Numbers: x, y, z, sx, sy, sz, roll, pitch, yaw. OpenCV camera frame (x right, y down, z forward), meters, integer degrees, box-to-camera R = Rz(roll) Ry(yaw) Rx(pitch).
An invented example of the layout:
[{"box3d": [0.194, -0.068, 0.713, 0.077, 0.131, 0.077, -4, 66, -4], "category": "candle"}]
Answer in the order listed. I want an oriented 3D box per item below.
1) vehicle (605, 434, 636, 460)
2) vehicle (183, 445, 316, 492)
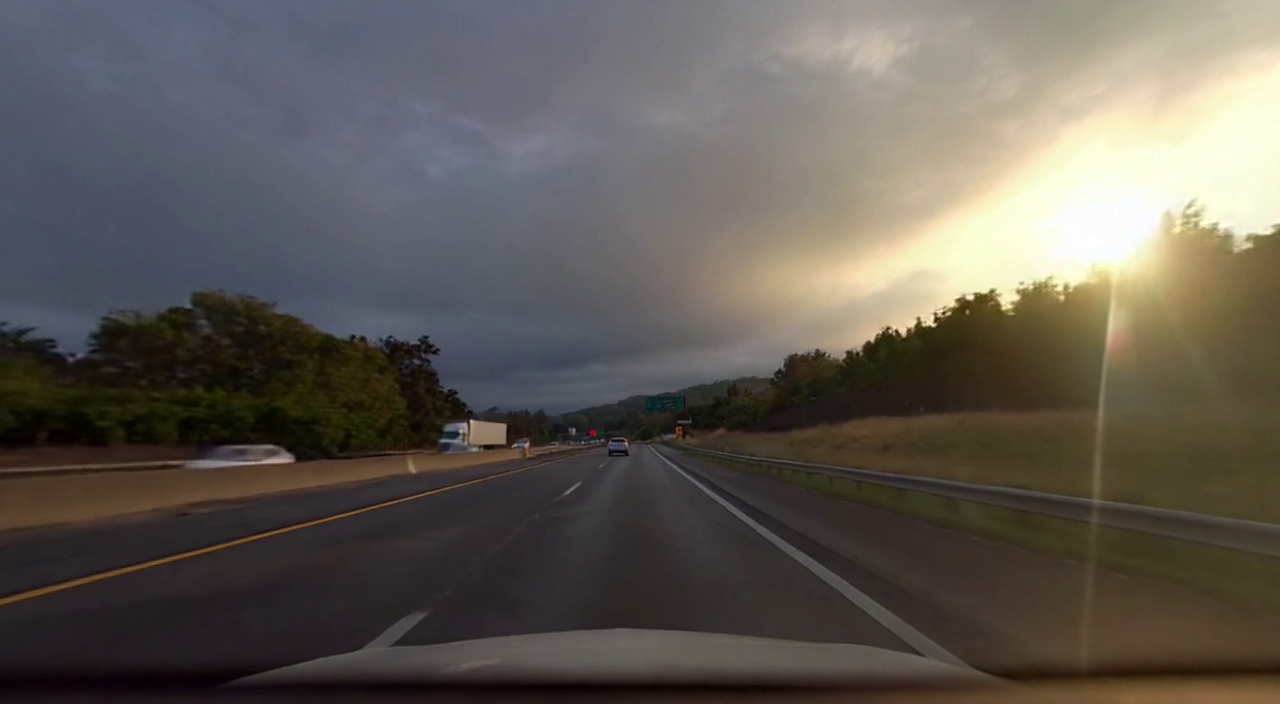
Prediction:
[{"box3d": [-1.420, 7.040, 46.865, 2.188, 1.825, 4.282, 0, -8, -1], "category": "vehicle"}, {"box3d": [-13.798, 4.093, 22.618, 1.894, 1.460, 4.455, 0, -8, 0], "category": "vehicle"}]
